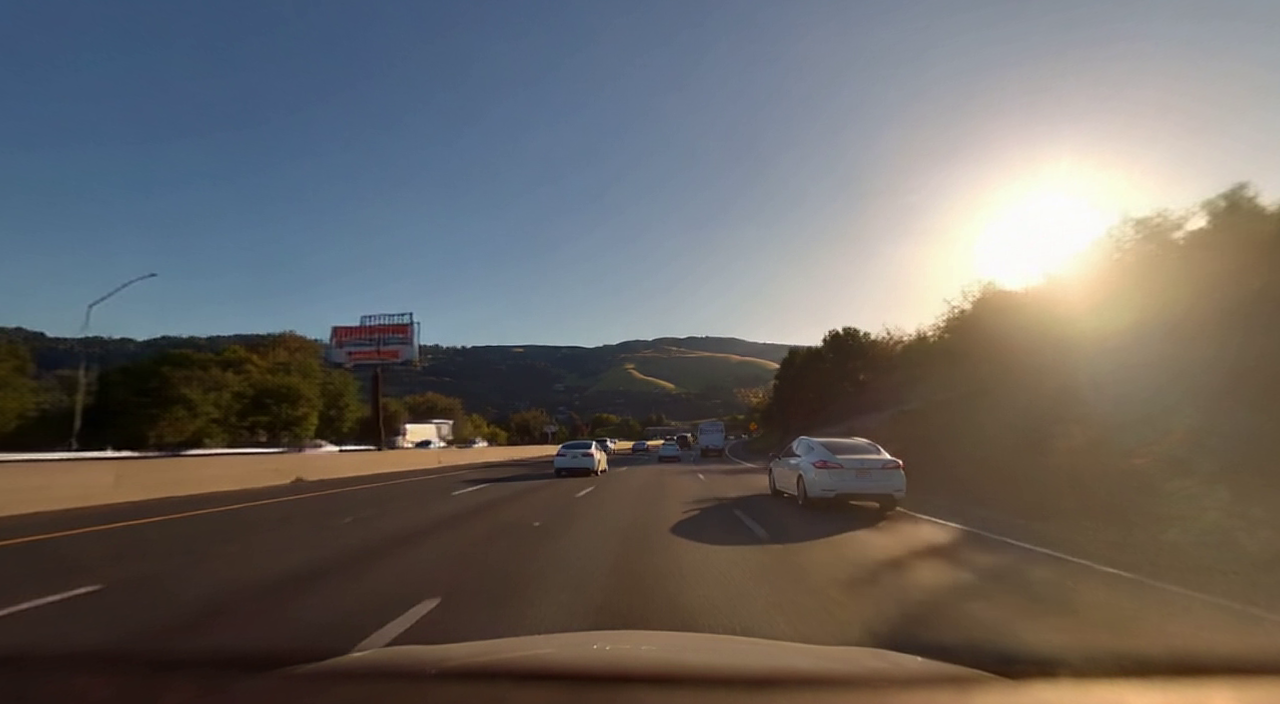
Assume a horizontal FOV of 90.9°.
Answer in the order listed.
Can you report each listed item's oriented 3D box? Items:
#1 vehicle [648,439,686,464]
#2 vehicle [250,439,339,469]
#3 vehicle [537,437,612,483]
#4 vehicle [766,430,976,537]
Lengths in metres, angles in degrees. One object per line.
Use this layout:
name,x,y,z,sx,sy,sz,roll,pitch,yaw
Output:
vehicle,1.688,6.072,38.618,2.202,1.467,3.929,-1,-8,3
vehicle,-18.767,5.548,34.529,1.943,1.538,4.704,-1,-8,4
vehicle,-2.287,3.957,23.485,2.031,1.491,4.792,-1,-8,3
vehicle,3.653,2.141,10.973,2.013,1.464,4.317,0,-8,0
